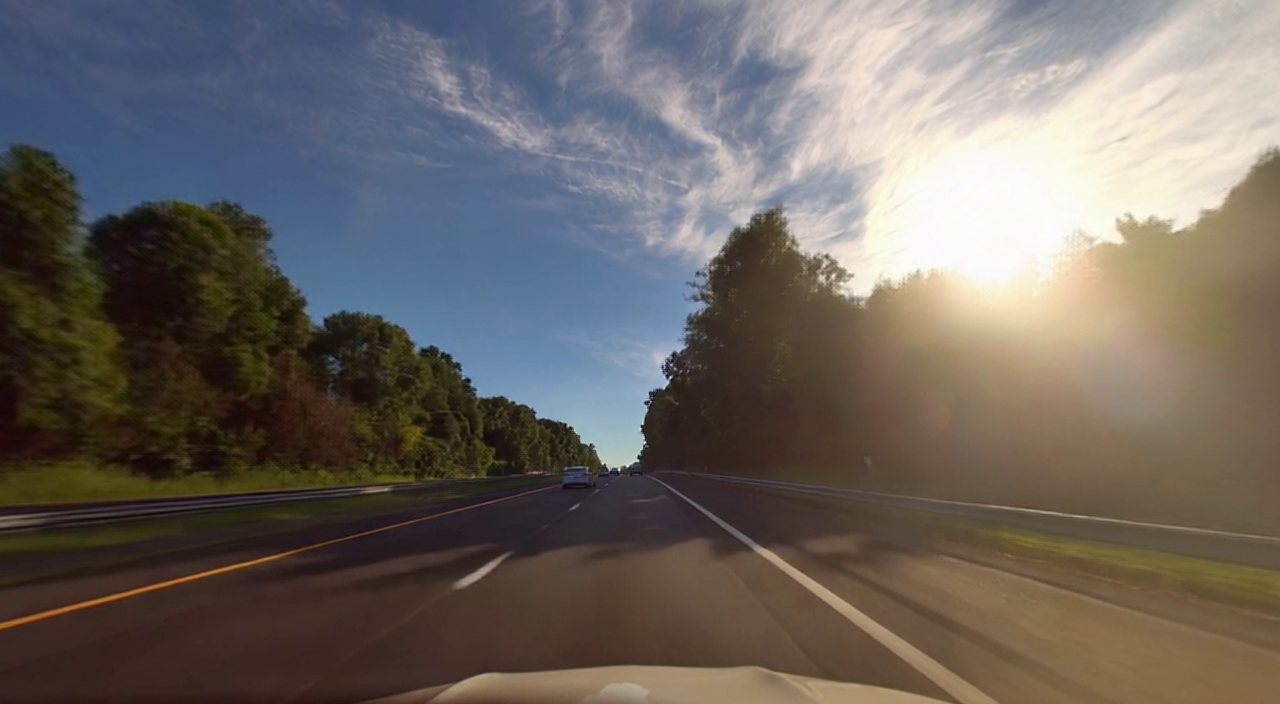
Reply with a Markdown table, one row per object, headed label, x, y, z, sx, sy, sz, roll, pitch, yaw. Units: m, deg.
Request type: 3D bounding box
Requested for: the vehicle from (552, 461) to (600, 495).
| label | x | y | z | sx | sy | sz | roll | pitch | yaw |
| --- | --- | --- | --- | --- | --- | --- | --- | --- | --- |
| vehicle | -3.155 | 6.318 | 31.748 | 1.900 | 1.550 | 4.146 | 1 | -11 | 1 |
